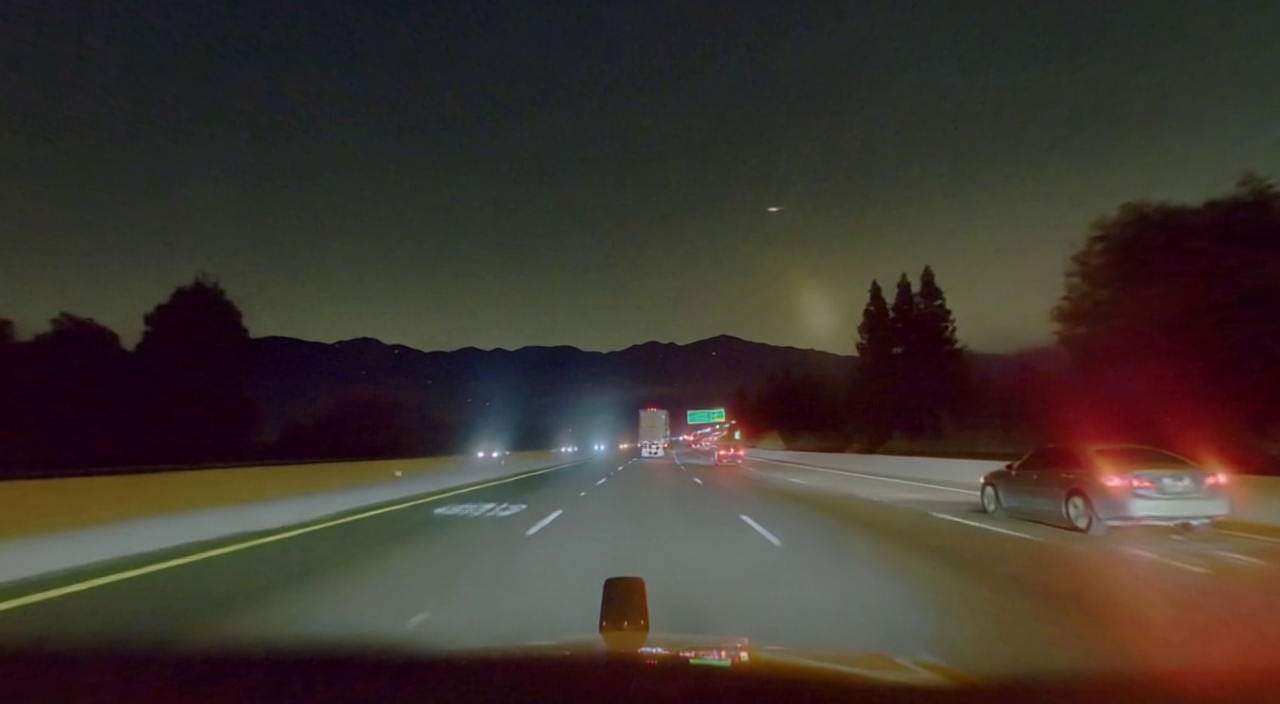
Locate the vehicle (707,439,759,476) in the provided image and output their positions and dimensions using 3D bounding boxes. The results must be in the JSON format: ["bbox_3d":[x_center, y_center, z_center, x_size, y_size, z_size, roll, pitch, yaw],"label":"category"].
[{"bbox_3d":[4.310,4.940,29.750,1.880,1.624,3.941,0,-8,0],"label":"vehicle"}]

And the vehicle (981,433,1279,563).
[{"bbox_3d":[7.160,1.961,9.242,1.982,1.440,4.171,0,-8,0],"label":"vehicle"}]
